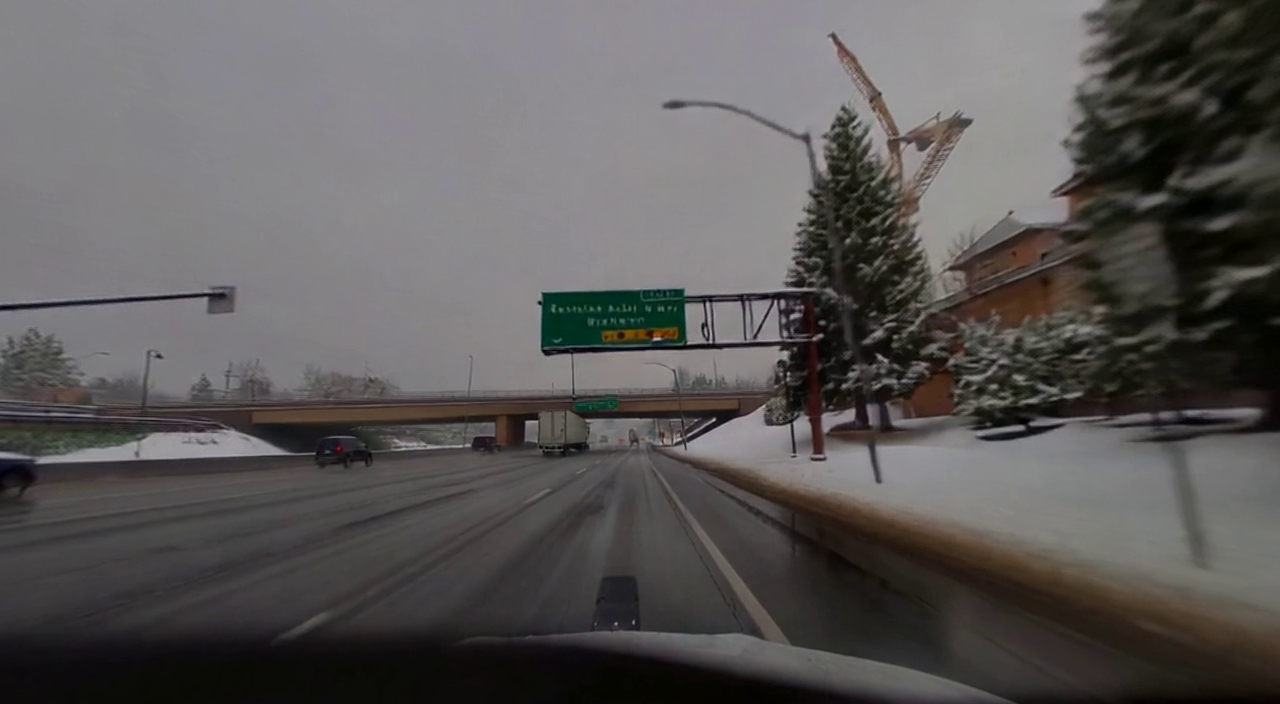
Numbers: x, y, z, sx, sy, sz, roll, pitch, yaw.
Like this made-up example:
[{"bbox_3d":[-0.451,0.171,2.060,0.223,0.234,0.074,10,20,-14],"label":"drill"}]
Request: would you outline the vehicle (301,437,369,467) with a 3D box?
[{"bbox_3d":[-18.852,6.197,39.281,1.932,1.752,4.541,0,-8,0],"label":"vehicle"}]
